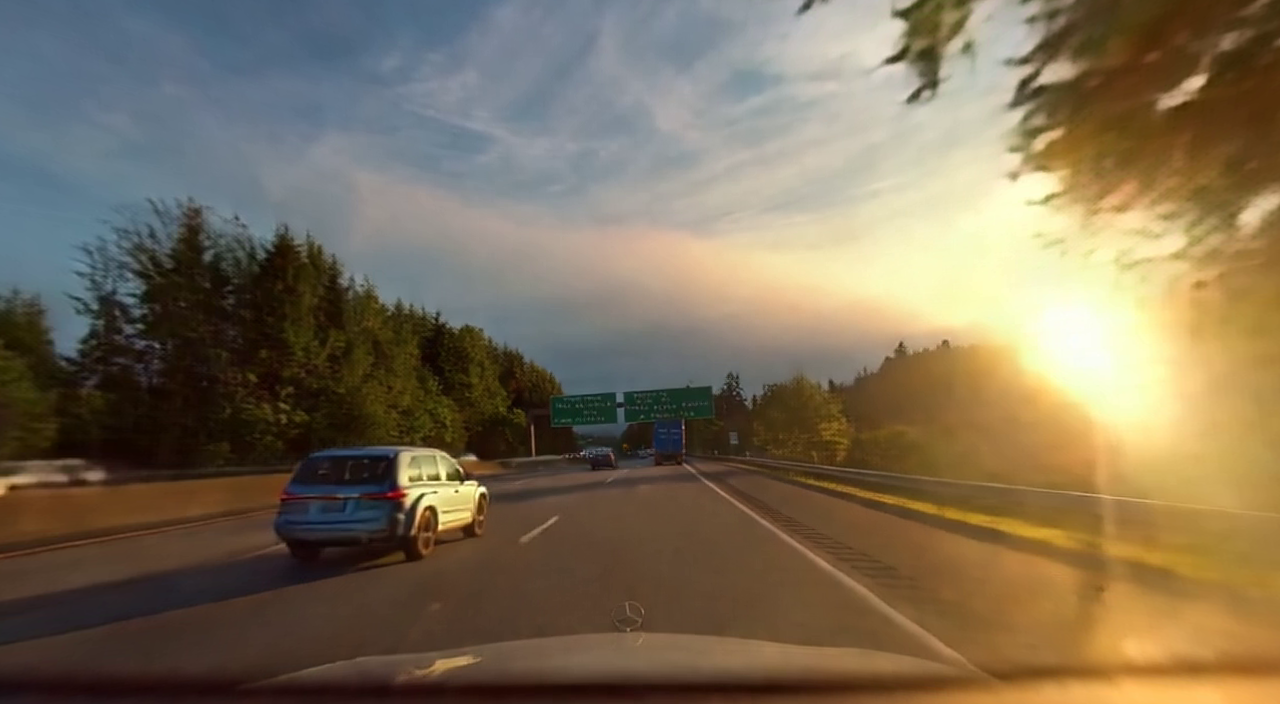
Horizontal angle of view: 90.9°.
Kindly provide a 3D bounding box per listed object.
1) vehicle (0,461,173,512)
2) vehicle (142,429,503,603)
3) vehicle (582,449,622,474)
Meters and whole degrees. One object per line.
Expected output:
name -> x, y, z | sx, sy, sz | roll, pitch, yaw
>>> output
vehicle -> -18.544, 4.482, 21.422 | 1.767, 1.469, 4.515 | 0, -9, 2
vehicle -> -3.359, 1.835, 8.005 | 2.039, 1.532, 4.610 | -1, -9, 2
vehicle -> -2.296, 6.795, 39.177 | 2.045, 1.430, 3.951 | -1, -9, 3
